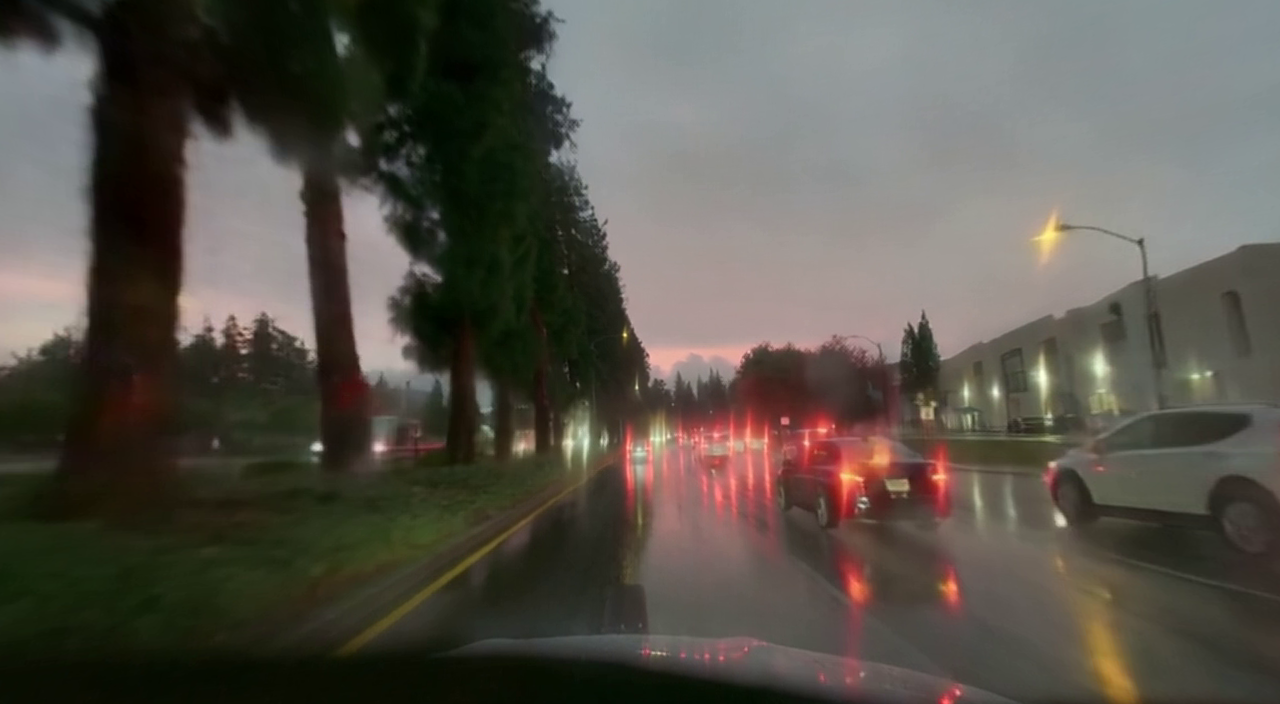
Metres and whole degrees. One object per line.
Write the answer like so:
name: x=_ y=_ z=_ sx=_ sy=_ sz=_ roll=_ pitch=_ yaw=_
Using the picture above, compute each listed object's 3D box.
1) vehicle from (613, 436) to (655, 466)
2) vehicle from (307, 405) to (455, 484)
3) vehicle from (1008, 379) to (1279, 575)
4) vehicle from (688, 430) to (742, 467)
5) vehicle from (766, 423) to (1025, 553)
vehicle: x=-0.313 y=5.254 z=33.465 sx=2.111 sy=1.506 sz=4.018 roll=0 pitch=-8 yaw=0
vehicle: x=-8.236 y=3.061 z=20.767 sx=2.396 sy=2.216 sz=5.698 roll=0 pitch=-9 yaw=0
vehicle: x=7.166 y=1.455 z=7.720 sx=2.188 sy=1.840 sz=5.050 roll=0 pitch=-8 yaw=0
vehicle: x=3.687 y=4.862 z=31.645 sx=2.130 sy=1.718 sz=4.310 roll=0 pitch=-8 yaw=-1
vehicle: x=3.430 y=1.922 z=9.633 sx=2.010 sy=1.490 sz=4.639 roll=0 pitch=-8 yaw=0
